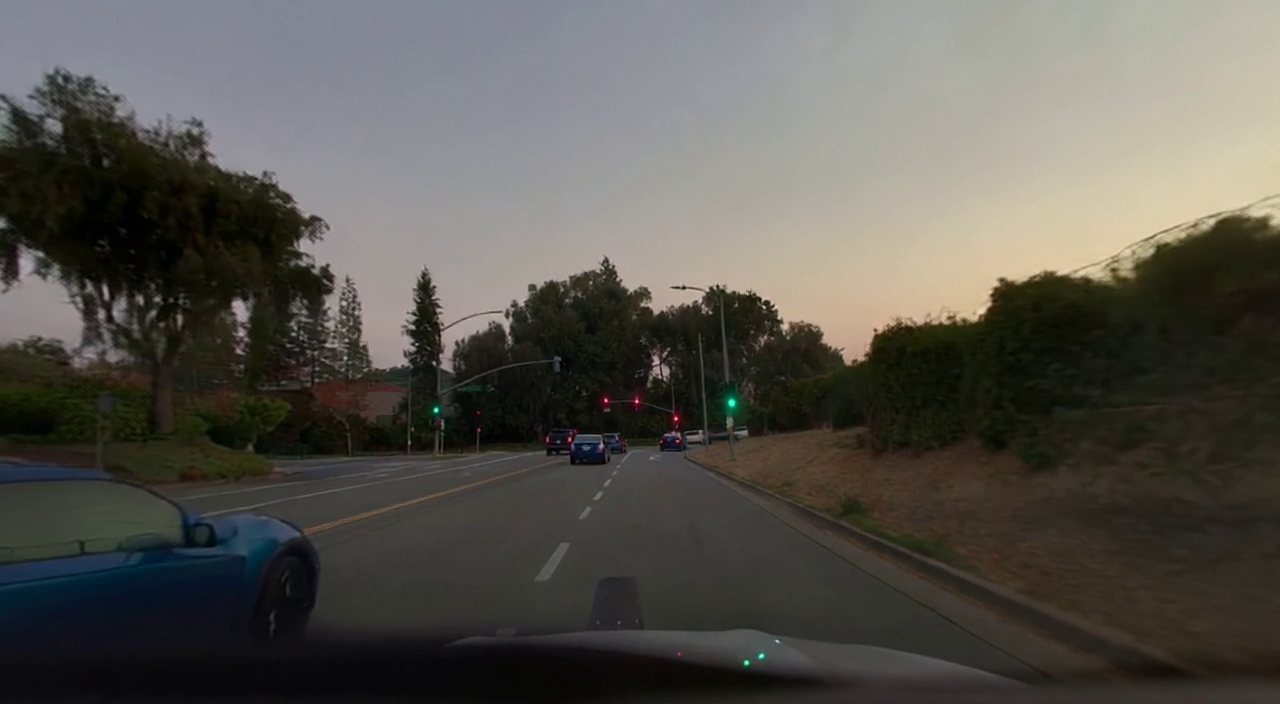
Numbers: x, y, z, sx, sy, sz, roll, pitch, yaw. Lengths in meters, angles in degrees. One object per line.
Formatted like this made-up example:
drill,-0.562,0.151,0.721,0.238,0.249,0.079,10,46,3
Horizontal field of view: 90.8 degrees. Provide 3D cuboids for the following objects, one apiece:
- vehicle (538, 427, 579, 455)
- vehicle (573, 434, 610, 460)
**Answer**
vehicle,-6.097,6.795,48.023,2.390,2.020,5.085,0,-9,0
vehicle,-2.995,5.984,39.817,1.979,1.492,3.930,0,-9,1
